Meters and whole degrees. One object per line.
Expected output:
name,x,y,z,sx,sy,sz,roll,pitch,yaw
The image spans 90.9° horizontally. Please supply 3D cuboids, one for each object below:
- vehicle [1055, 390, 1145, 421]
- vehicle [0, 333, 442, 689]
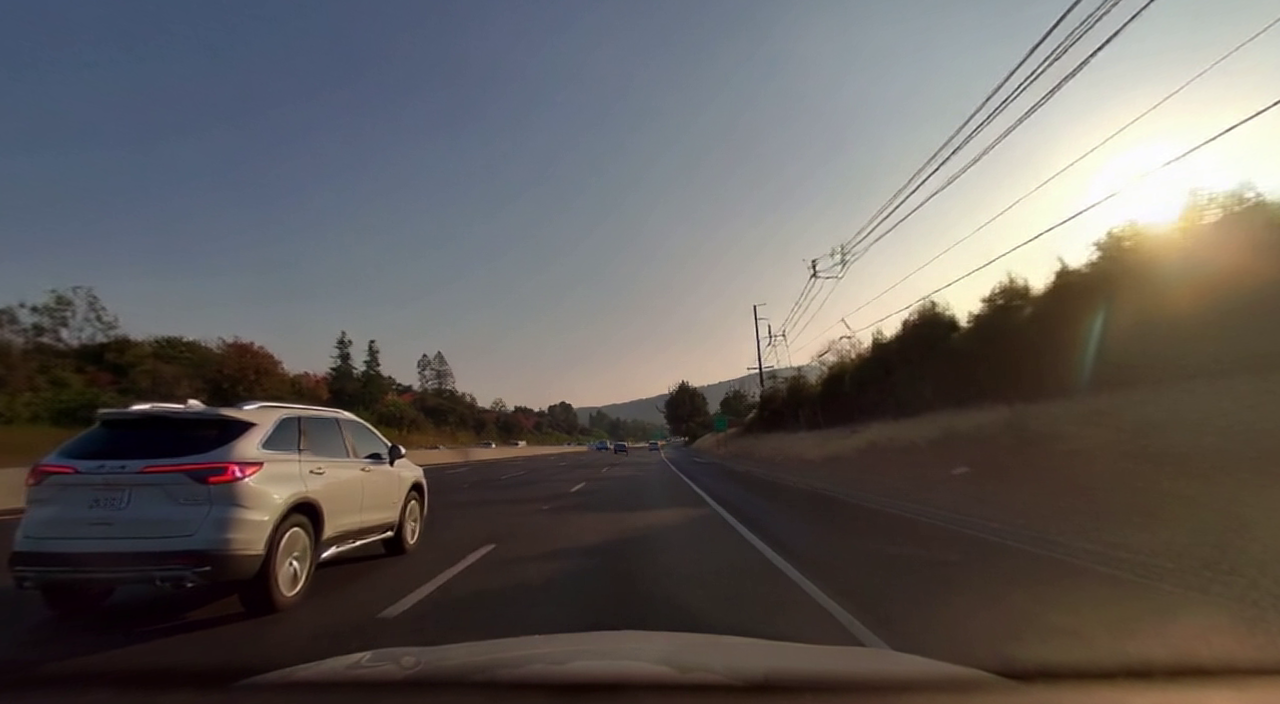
vehicle,23.054,2.741,31.765,1.717,1.394,3.687,0,-8,0
vehicle,-3.853,1.235,6.097,2.136,1.975,5.037,-1,-8,1
